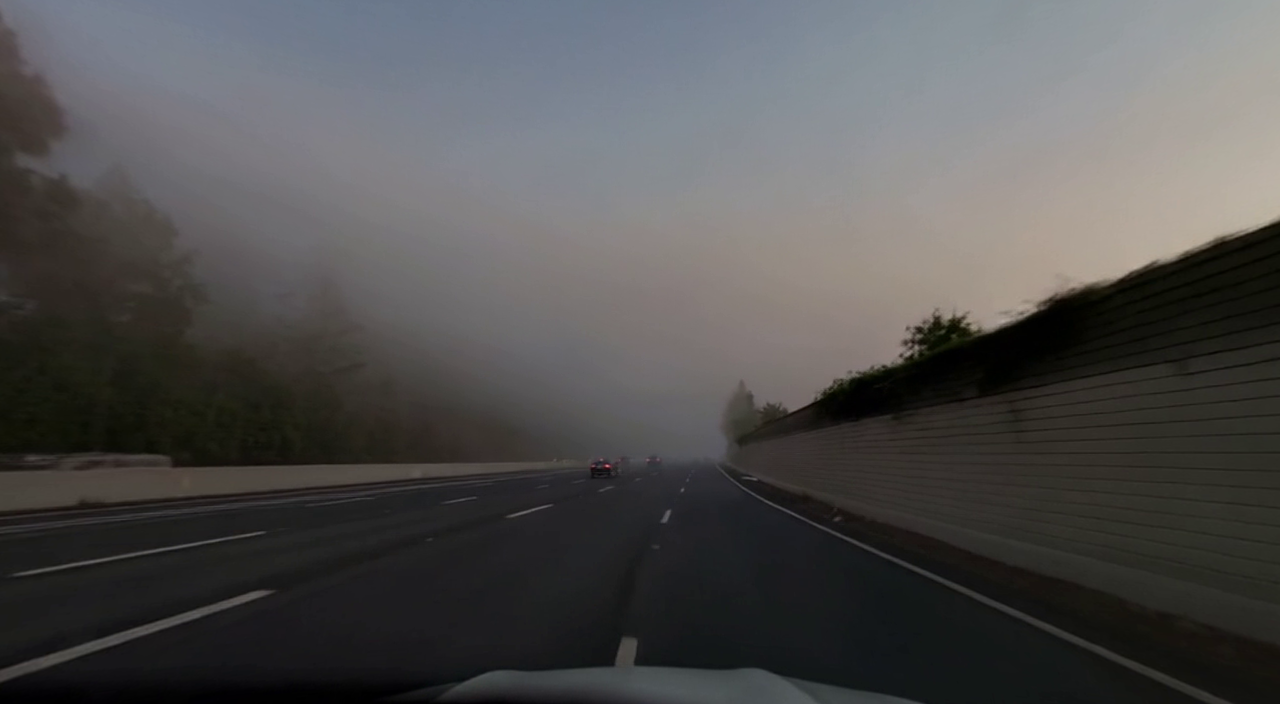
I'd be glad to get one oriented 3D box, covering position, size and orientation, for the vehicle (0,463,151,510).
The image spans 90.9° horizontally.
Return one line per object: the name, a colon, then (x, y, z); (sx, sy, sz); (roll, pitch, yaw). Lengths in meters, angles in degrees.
vehicle: (-18.832, 4.276, 20.415); (1.793, 1.238, 4.760); (-2, -9, 7)
